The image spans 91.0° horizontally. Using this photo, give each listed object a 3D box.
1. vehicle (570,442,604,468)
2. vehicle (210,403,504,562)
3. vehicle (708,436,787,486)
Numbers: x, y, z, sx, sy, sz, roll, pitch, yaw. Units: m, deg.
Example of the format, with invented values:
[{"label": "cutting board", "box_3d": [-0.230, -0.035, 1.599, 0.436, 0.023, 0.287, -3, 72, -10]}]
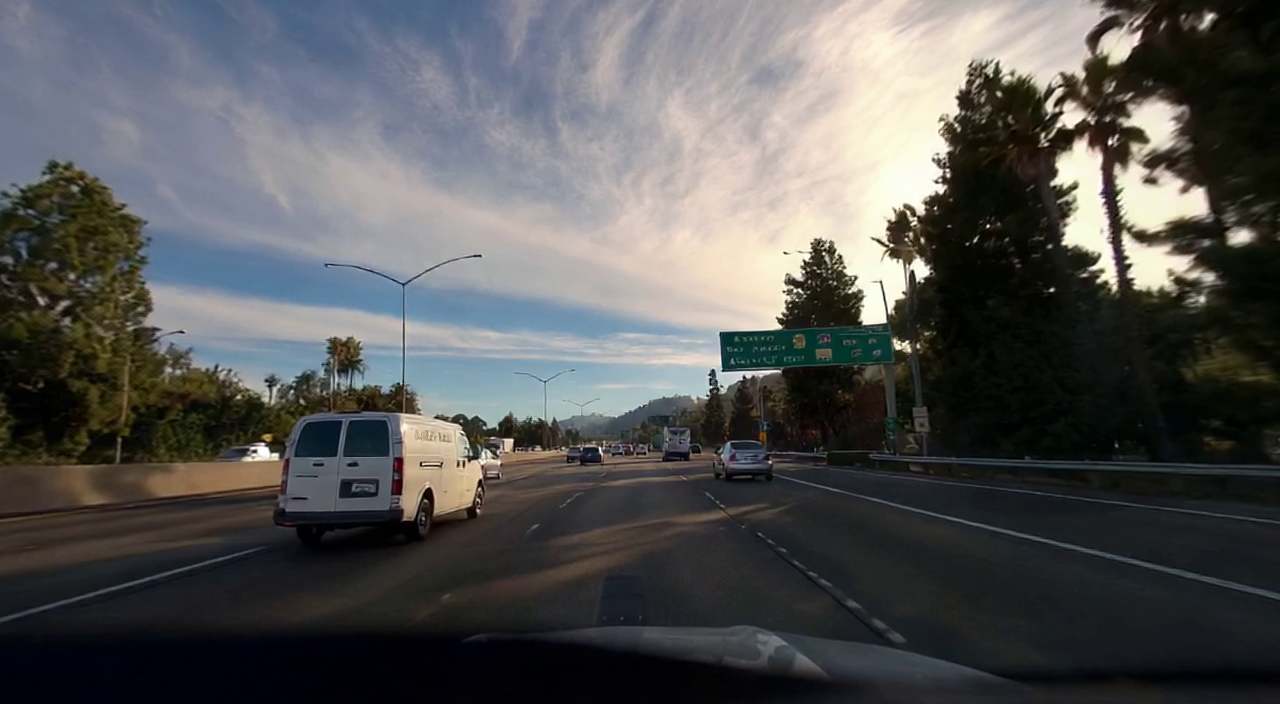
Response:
[{"label": "vehicle", "box_3d": [-3.666, 7.211, 44.170, 2.017, 1.683, 4.094, 0, -9, 0]}, {"label": "vehicle", "box_3d": [-3.915, 1.941, 10.163, 2.215, 1.859, 5.375, 0, -9, 0]}, {"label": "vehicle", "box_3d": [3.894, 4.041, 23.694, 2.124, 1.674, 4.494, 0, -9, -1]}]
